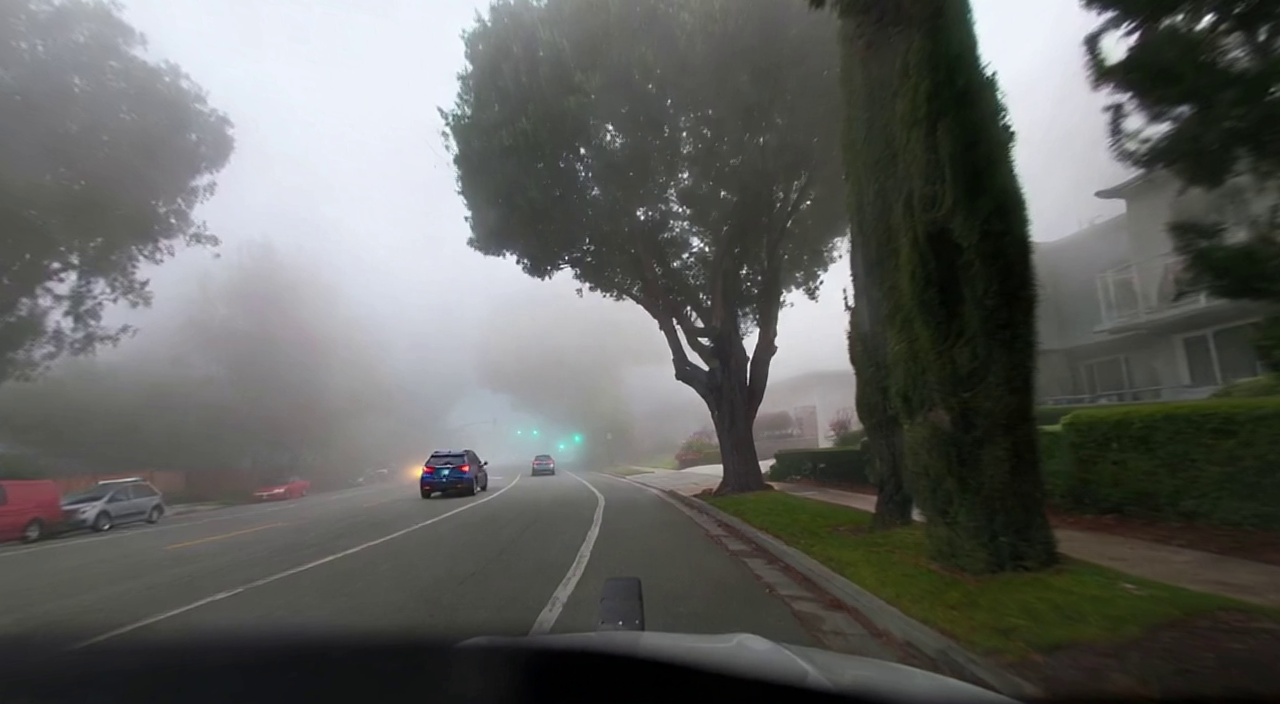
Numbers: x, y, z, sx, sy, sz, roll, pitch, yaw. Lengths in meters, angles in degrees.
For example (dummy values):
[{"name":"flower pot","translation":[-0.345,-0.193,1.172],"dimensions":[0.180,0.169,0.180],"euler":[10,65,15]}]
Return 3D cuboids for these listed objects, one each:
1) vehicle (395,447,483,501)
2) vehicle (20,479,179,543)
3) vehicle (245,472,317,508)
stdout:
[{"name":"vehicle","translation":[-7.244,4.406,23.313],"dimensions":[2.097,1.755,4.336],"euler":[0,-9,-4]},{"name":"vehicle","translation":[-17.279,5.047,20.528],"dimensions":[1.898,1.477,4.184],"euler":[-2,-8,-8]},{"name":"vehicle","translation":[-19.648,7.539,34.789],"dimensions":[1.874,1.392,4.633],"euler":[-5,-8,-10]}]
